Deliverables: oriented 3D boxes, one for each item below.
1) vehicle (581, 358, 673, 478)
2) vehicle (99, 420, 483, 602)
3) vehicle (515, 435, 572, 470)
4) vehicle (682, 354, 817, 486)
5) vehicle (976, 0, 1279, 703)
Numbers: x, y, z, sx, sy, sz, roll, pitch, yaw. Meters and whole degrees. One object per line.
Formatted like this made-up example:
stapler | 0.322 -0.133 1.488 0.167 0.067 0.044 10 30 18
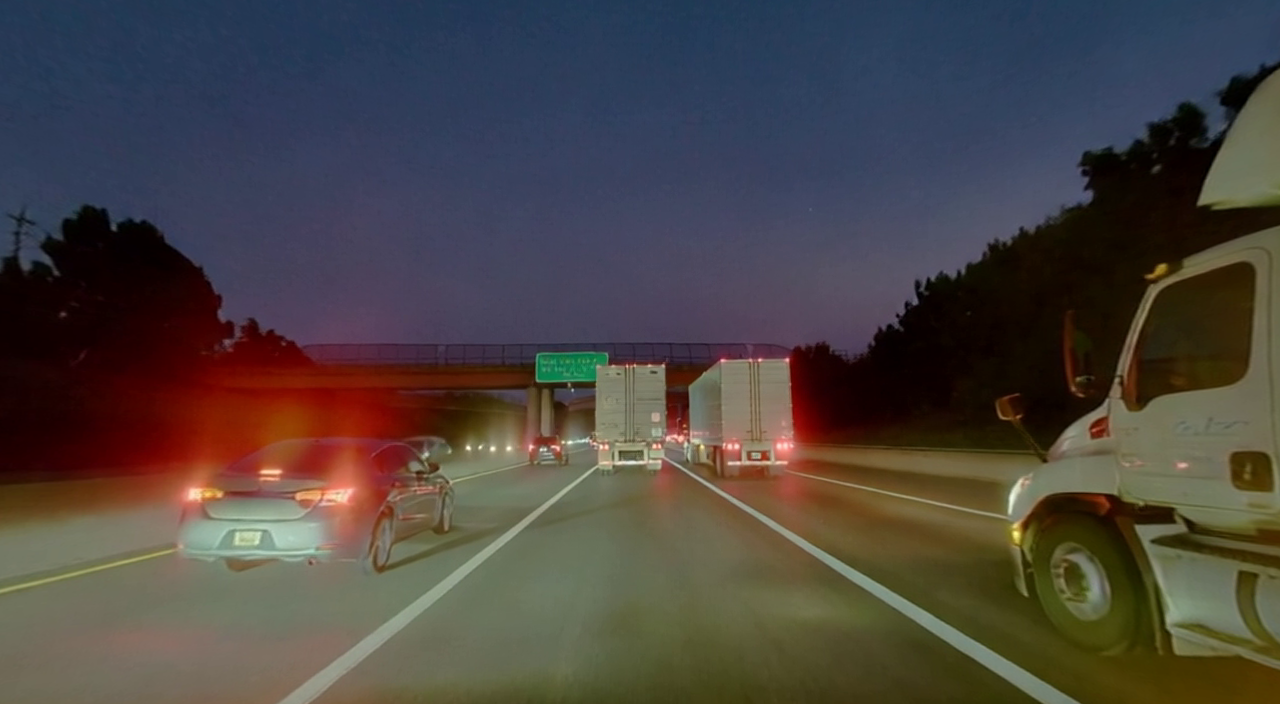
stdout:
vehicle | -0.501 2.938 26.742 3.090 4.065 10.702 0 -8 -1
vehicle | -3.420 1.611 7.496 1.894 1.460 4.662 0 -8 0
vehicle | -4.384 4.615 29.231 2.049 1.483 3.786 0 -8 -1
vehicle | 3.615 2.757 24.406 2.817 3.886 11.491 0 -8 -2
vehicle | 3.935 -0.483 1.237 3.074 3.896 5.910 0 -8 -1
